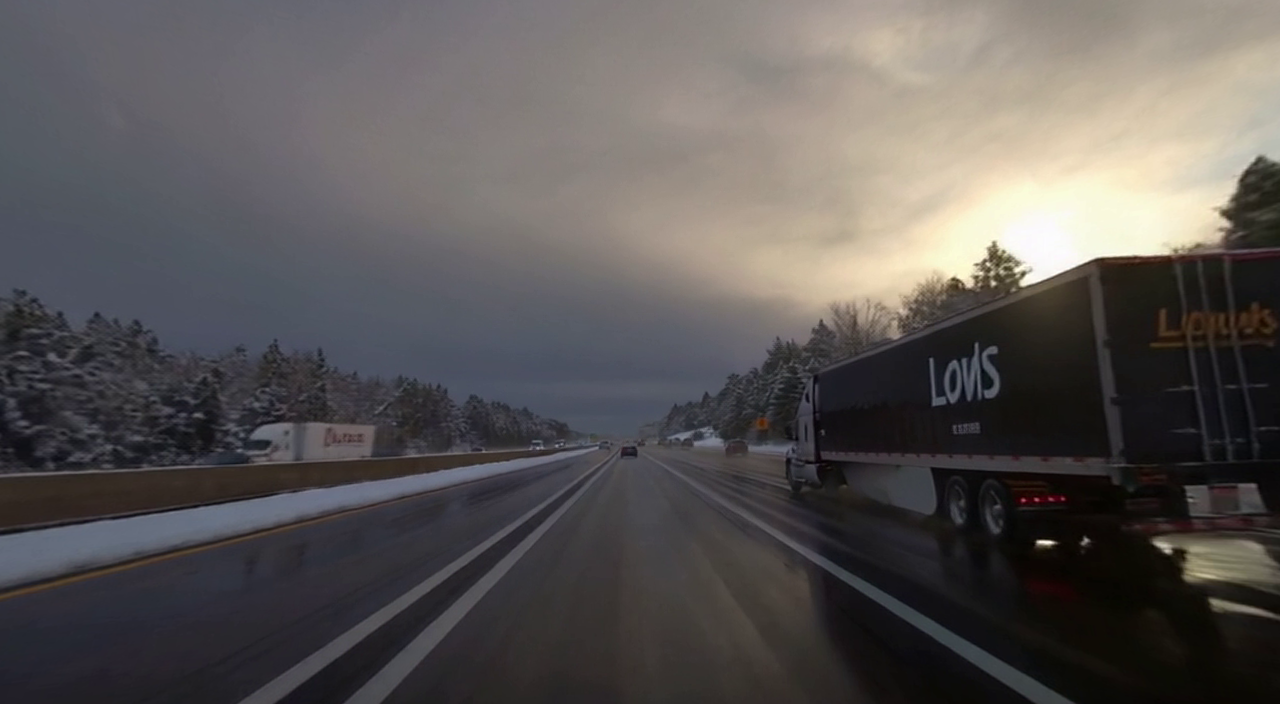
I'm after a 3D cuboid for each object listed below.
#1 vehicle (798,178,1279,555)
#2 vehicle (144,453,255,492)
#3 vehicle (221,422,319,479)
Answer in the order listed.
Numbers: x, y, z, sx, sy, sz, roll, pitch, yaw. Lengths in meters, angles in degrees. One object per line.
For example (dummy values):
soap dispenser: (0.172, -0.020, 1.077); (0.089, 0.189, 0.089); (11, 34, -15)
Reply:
vehicle: (7.546, 1.291, 15.055); (2.892, 4.128, 16.495); (0, -8, -2)
vehicle: (-19.467, 5.319, 28.204); (1.858, 1.546, 4.335); (0, -8, -1)
vehicle: (-27.524, 7.347, 47.448); (3.027, 3.952, 7.052); (0, -8, -1)
